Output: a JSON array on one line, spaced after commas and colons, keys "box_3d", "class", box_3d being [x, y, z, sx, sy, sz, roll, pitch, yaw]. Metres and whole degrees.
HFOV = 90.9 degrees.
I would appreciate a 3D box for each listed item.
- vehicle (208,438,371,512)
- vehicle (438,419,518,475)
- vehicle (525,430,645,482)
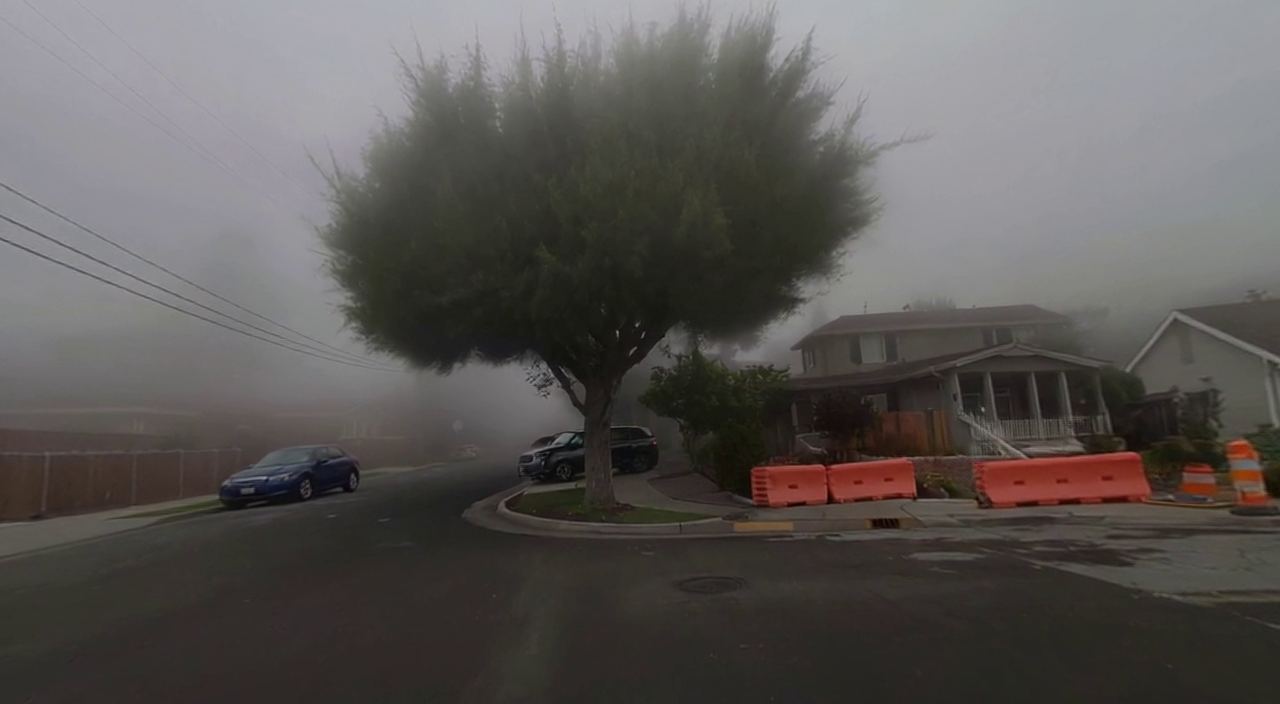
[{"box_3d": [-8.341, 2.893, 15.482, 1.899, 1.524, 4.082, 0, -8, -5], "class": "vehicle"}, {"box_3d": [-6.274, 3.716, 24.971, 2.219, 1.984, 4.712, 0, -8, -4], "class": "vehicle"}, {"box_3d": [-1.625, 3.223, 19.955, 1.827, 1.436, 4.070, -4, -9, 28], "class": "vehicle"}]
